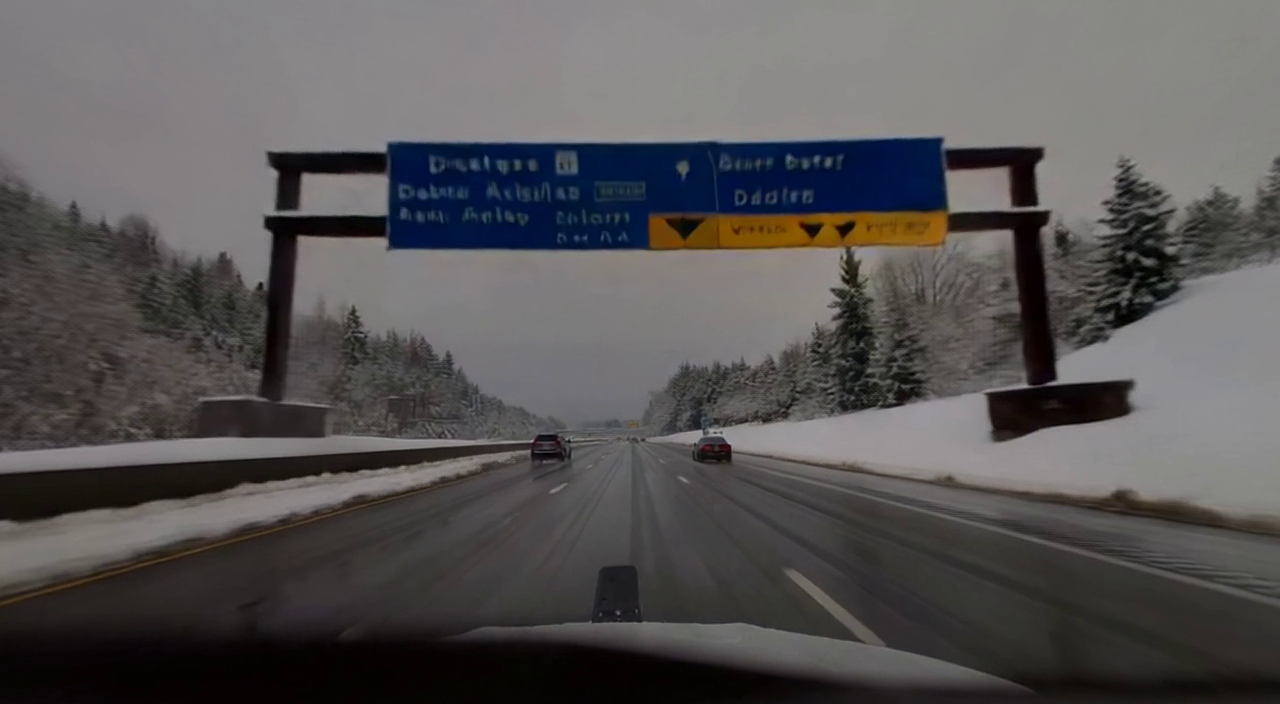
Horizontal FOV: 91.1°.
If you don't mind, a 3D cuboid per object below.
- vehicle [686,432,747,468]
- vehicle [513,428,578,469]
[{"bbox_3d":[3.409,4.463,28.909,2.077,1.523,4.539,0,-8,-2],"label":"vehicle"},{"bbox_3d":[-4.104,4.266,27.958,2.219,1.660,4.153,0,-8,0],"label":"vehicle"}]
